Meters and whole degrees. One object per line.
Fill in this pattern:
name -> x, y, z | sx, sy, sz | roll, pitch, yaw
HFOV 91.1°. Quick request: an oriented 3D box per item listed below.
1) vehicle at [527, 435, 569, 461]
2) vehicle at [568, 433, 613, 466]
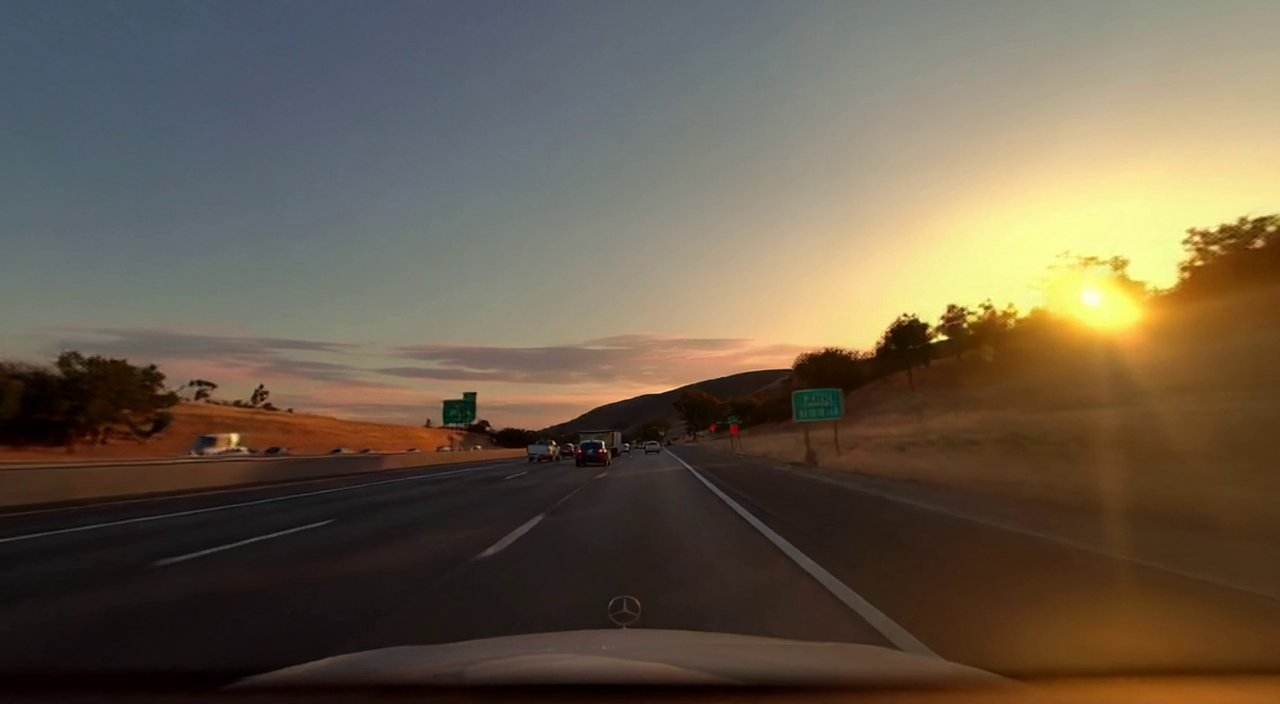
vehicle -> -6.476, 6.838, 44.644 | 2.078, 1.729, 4.722 | 0, -8, 2
vehicle -> -2.785, 5.587, 36.148 | 2.194, 1.766, 3.720 | 0, -8, 1
